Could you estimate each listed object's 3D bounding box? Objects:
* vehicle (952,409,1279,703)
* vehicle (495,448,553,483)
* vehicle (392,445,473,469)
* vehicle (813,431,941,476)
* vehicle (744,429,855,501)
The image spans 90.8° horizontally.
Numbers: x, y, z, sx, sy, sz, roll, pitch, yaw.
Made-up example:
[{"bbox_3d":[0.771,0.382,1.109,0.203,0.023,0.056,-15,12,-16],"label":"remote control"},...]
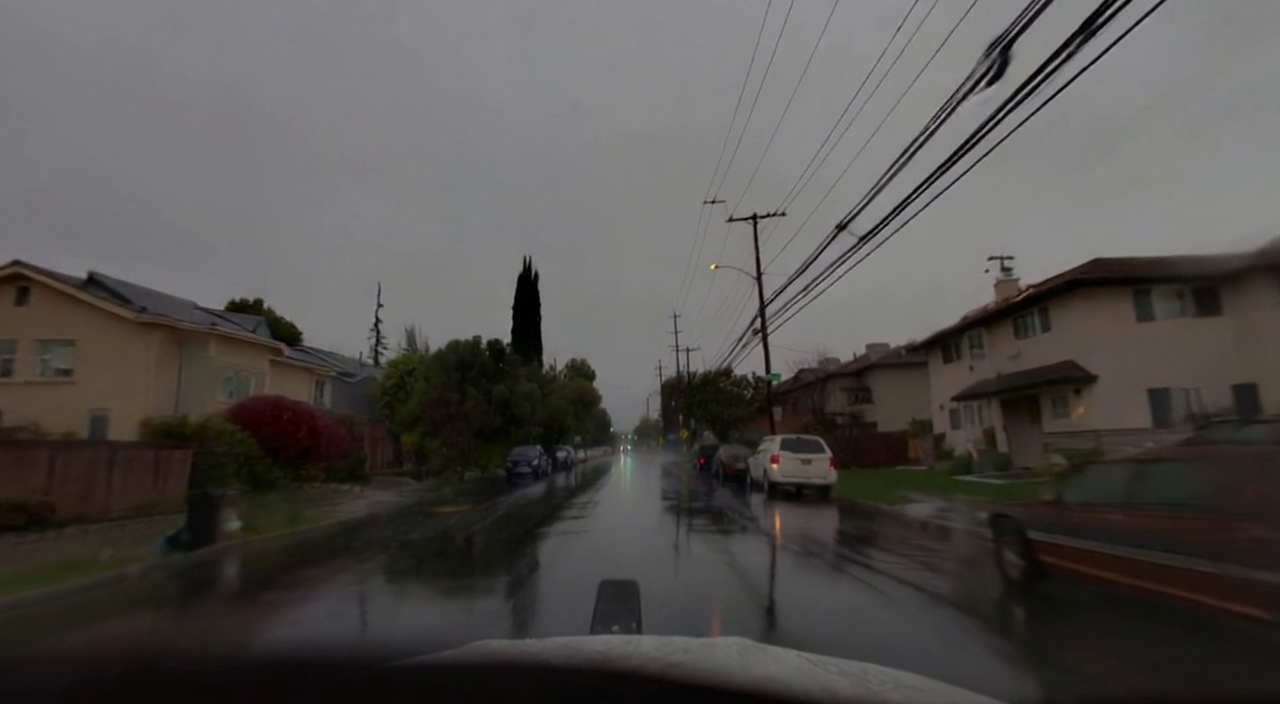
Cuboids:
[{"bbox_3d":[4.377,1.198,4.030,1.998,1.573,5.318,0,-8,-1],"label":"vehicle"},{"bbox_3d":[-5.415,5.338,29.974,2.031,1.468,4.165,-2,-9,0],"label":"vehicle"},{"bbox_3d":[-13.152,6.680,40.254,4.556,1.510,1.843,0,-9,-2],"label":"vehicle"},{"bbox_3d":[10.717,4.637,28.911,4.989,1.840,2.096,-1,-9,2],"label":"vehicle"},{"bbox_3d":[4.556,3.299,18.838,2.086,1.885,4.323,0,-8,-1],"label":"vehicle"}]
